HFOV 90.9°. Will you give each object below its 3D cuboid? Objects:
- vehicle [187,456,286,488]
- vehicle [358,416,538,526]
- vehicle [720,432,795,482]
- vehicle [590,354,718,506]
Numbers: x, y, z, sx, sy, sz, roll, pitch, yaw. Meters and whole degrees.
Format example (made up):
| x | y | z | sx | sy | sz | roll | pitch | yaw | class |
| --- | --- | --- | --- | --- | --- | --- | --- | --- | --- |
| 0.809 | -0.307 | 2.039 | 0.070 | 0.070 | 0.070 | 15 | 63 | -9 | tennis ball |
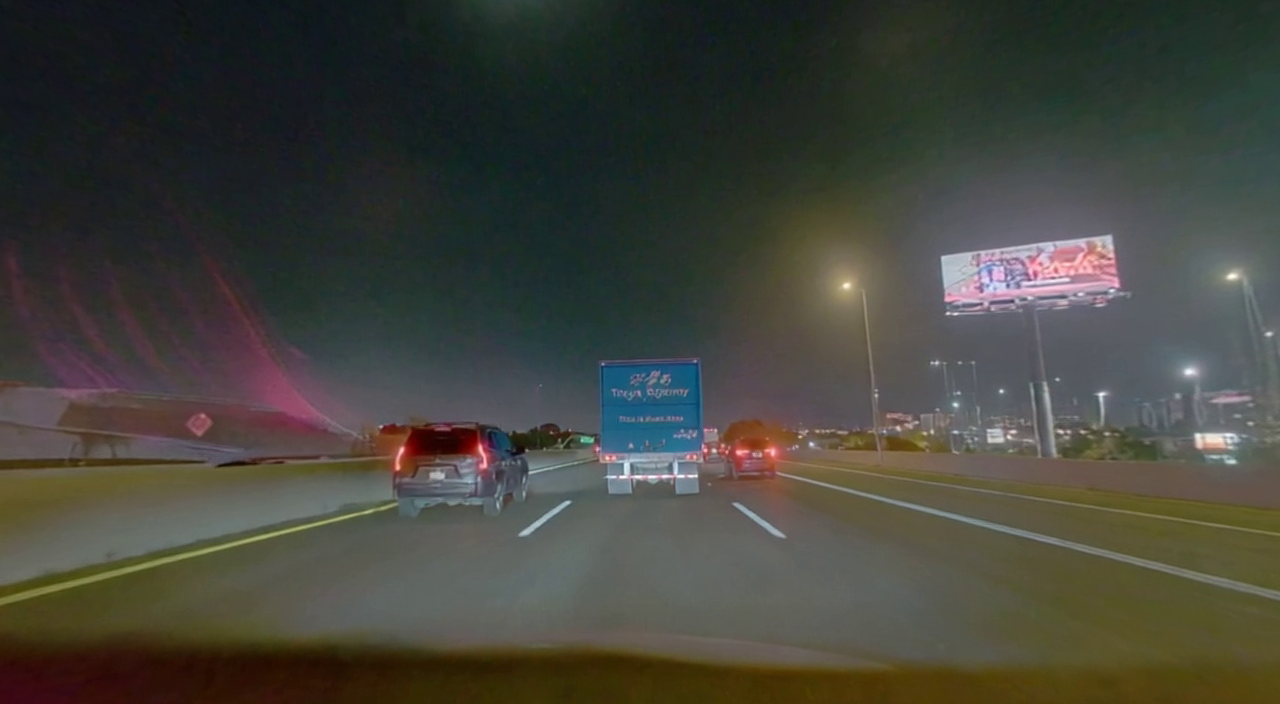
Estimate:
| x | y | z | sx | sy | sz | roll | pitch | yaw | class |
| --- | --- | --- | --- | --- | --- | --- | --- | --- | --- |
| -21.756 | 6.476 | 34.284 | 1.915 | 1.492 | 4.664 | -1 | -8 | 7 | vehicle |
| -3.558 | 2.286 | 12.722 | 2.133 | 1.808 | 4.349 | 0 | -8 | 2 | vehicle |
| 4.310 | 3.917 | 23.815 | 1.986 | 1.718 | 4.296 | 0 | -8 | 0 | vehicle |
| 0.373 | 2.279 | 17.963 | 2.733 | 3.296 | 8.571 | 0 | -8 | 1 | vehicle |
